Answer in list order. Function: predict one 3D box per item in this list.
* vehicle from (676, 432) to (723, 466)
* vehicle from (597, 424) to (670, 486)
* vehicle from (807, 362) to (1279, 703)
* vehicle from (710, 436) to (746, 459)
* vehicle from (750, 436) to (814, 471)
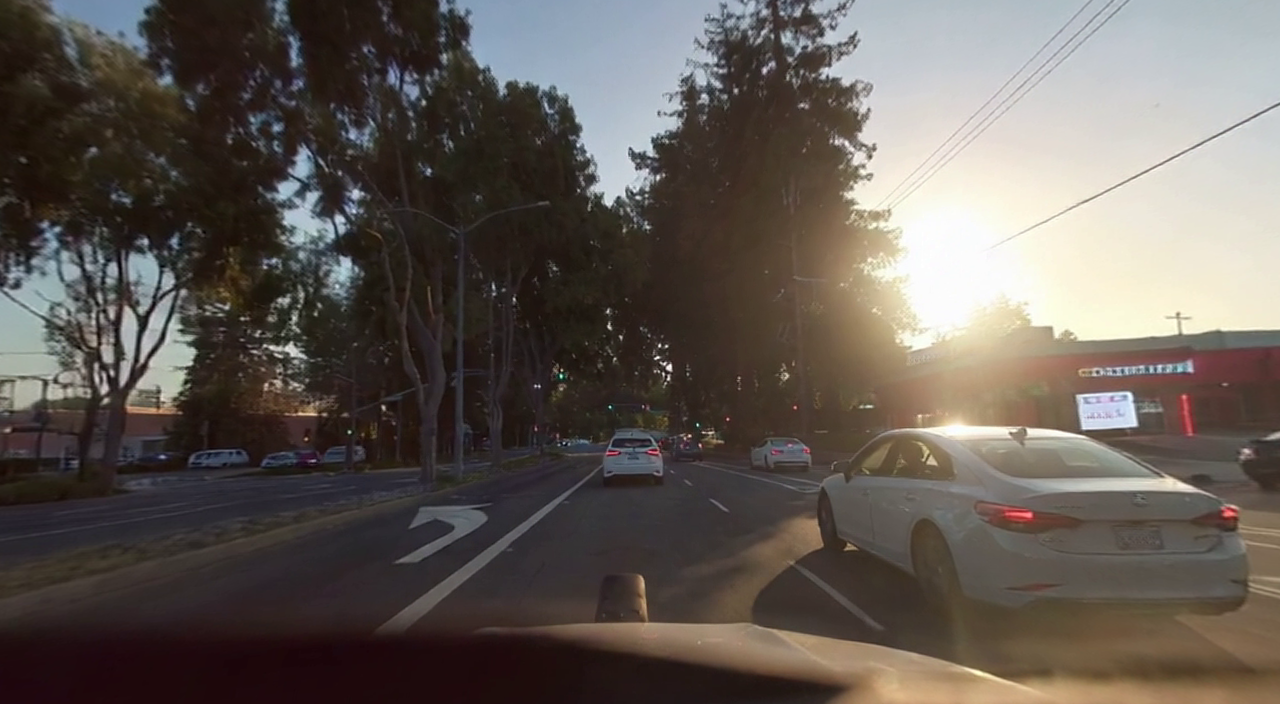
[{"bbox_3d":[3.140,5.282,34.412,2.000,1.745,4.206,0,-9,-2],"label":"vehicle"},{"bbox_3d":[-0.238,3.319,20.538,2.106,1.798,4.168,0,-9,-1],"label":"vehicle"},{"bbox_3d":[3.095,1.200,5.126,2.153,1.658,4.485,0,-9,-1],"label":"vehicle"},{"bbox_3d":[6.709,7.342,48.554,2.037,1.628,3.770,0,-9,-2],"label":"vehicle"},{"bbox_3d":[6.426,4.637,29.028,1.883,1.452,4.258,0,-9,-1],"label":"vehicle"}]
